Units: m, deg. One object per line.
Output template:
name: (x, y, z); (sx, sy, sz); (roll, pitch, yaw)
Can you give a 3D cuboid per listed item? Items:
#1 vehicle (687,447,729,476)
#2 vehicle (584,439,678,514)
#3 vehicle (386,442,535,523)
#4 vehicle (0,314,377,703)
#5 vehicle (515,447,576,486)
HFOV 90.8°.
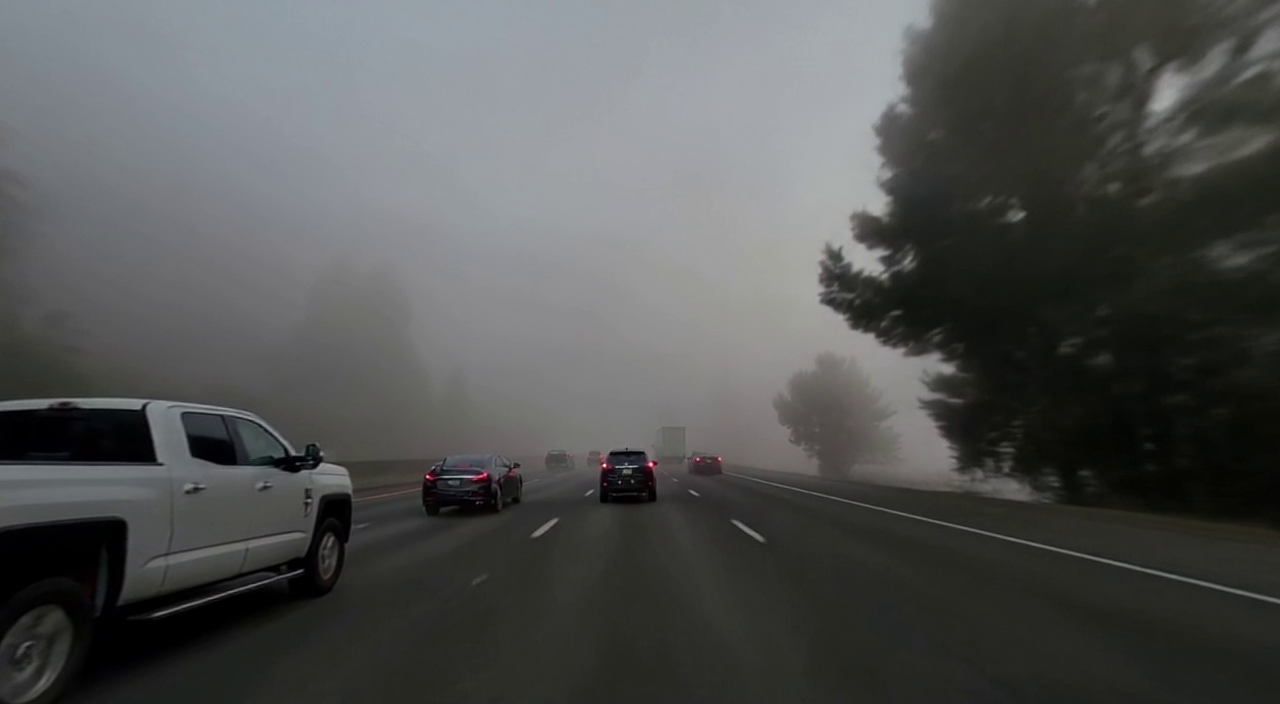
vehicle: (3.756, 6.101, 35.410); (1.858, 1.537, 3.838); (0, -9, -1)
vehicle: (-0.204, 2.931, 15.228); (1.996, 1.574, 3.426); (0, -9, 0)
vehicle: (-3.730, 2.792, 14.044); (1.988, 1.501, 4.438); (0, -9, 0)
vehicle: (-3.897, 1.003, 4.076); (2.243, 1.889, 4.949); (0, -9, 0)
vehicle: (-3.949, 4.853, 27.026); (1.999, 1.484, 4.269); (0, -9, -1)
